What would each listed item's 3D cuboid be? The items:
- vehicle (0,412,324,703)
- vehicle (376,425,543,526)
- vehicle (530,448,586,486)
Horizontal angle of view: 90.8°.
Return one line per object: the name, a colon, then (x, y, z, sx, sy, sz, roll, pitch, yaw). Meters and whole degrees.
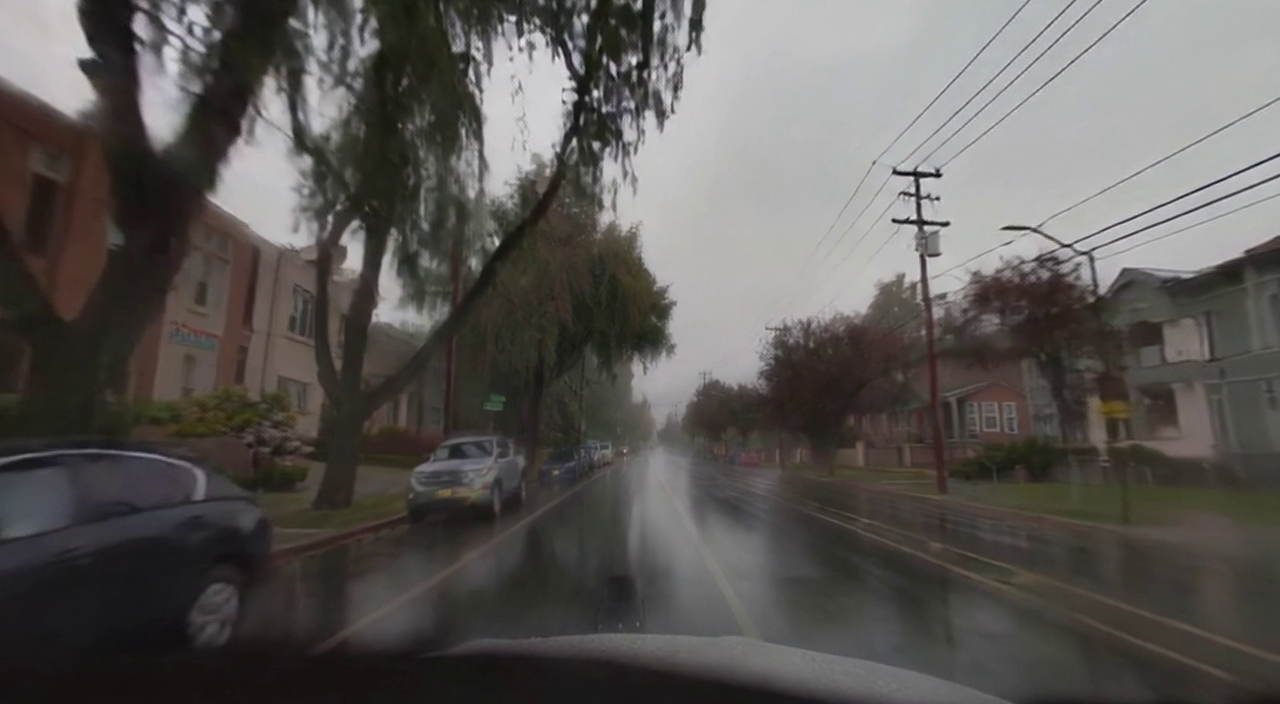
vehicle: (-3.621, 1.092, 2.992, 1.825, 1.542, 4.715, -1, -8, 0)
vehicle: (-3.865, 2.776, 14.865, 2.189, 1.887, 5.616, -1, -9, 1)
vehicle: (-3.705, 5.273, 29.328, 1.917, 1.516, 4.898, -2, -9, 0)
